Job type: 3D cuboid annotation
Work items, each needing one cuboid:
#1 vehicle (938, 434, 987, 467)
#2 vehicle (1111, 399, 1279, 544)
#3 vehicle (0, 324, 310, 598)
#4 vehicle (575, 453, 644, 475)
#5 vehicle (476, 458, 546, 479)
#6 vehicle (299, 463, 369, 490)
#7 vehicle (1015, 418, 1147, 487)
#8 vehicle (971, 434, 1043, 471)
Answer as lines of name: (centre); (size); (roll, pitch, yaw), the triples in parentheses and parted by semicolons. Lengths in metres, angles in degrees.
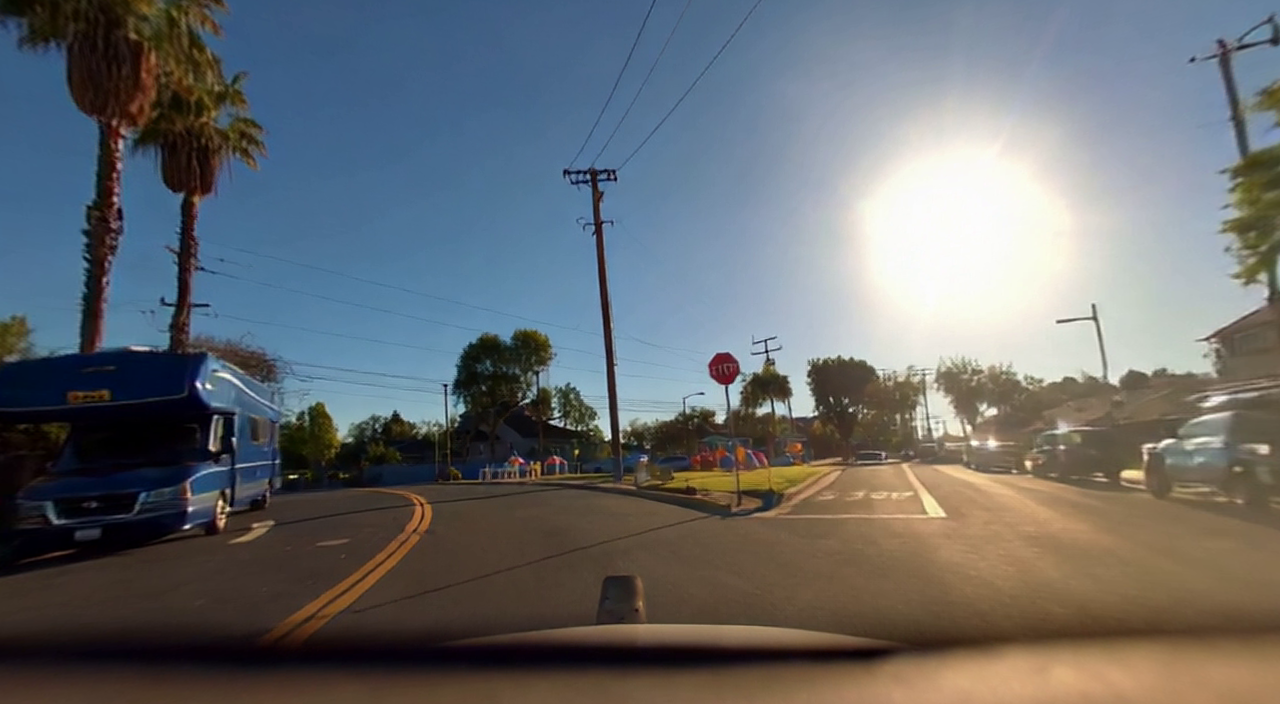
vehicle: (21.545, 6.538, 42.400); (1.974, 1.894, 4.810); (-3, -6, 17)
vehicle: (10.539, 1.784, 10.606); (2.508, 1.887, 5.930); (-3, -6, 20)
vehicle: (-10.145, 2.053, 14.153); (3.216, 3.720, 11.364); (1, -6, -20)
vehicle: (-2.325, 8.565, 48.582); (4.952, 1.472, 1.837); (2, -7, -20)
vehicle: (-9.563, 8.695, 47.049); (4.966, 1.377, 1.739); (1, -7, -7)
vehicle: (-23.162, 9.399, 47.821); (4.586, 1.784, 1.890); (-2, -6, 17)
vehicle: (15.186, 3.387, 22.172); (2.451, 2.076, 4.928); (-3, -6, 19)
vehicle: (18.864, 5.133, 32.661); (2.016, 1.687, 4.272); (-2, -6, 14)
